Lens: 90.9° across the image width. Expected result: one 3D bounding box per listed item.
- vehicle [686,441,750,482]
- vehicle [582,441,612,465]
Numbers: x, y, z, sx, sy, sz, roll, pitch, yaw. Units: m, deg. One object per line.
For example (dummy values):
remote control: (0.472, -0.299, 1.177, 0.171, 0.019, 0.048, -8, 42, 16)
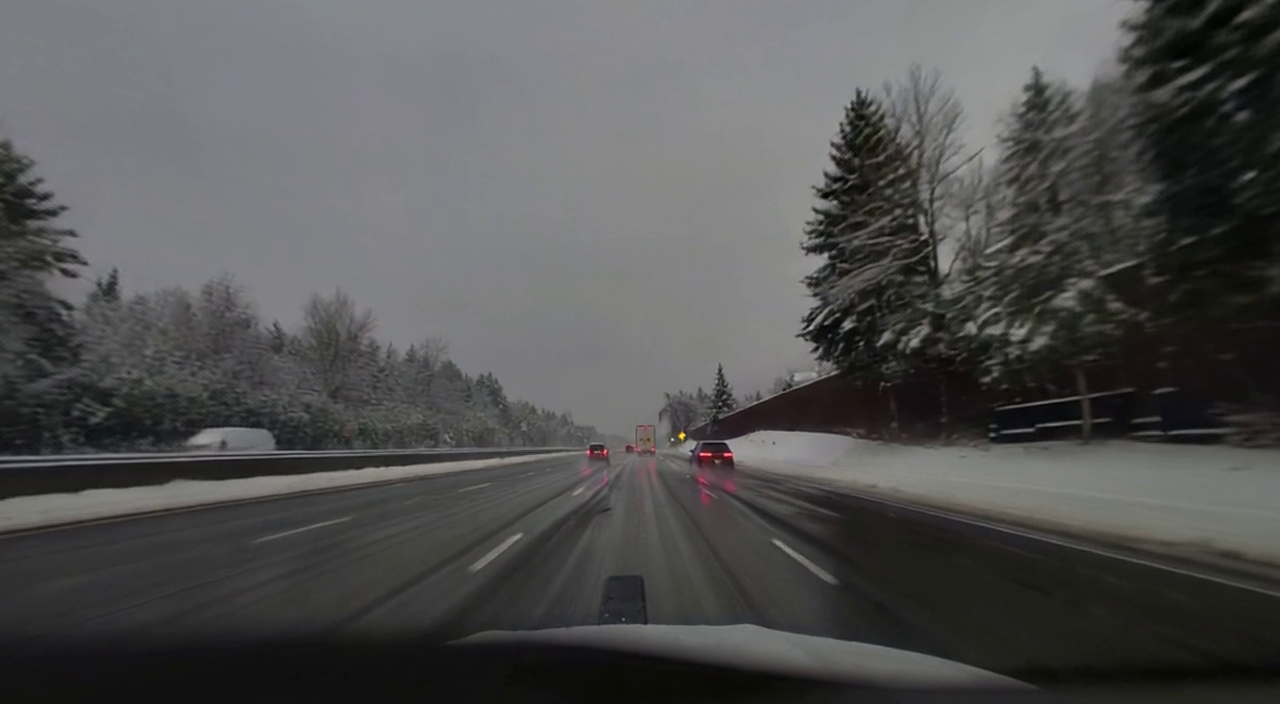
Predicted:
vehicle: (3.158, 4.536, 26.431, 1.973, 1.536, 4.337, 0, -9, -2)
vehicle: (-3.357, 8.003, 49.951, 2.014, 1.811, 4.369, 0, -9, 1)
